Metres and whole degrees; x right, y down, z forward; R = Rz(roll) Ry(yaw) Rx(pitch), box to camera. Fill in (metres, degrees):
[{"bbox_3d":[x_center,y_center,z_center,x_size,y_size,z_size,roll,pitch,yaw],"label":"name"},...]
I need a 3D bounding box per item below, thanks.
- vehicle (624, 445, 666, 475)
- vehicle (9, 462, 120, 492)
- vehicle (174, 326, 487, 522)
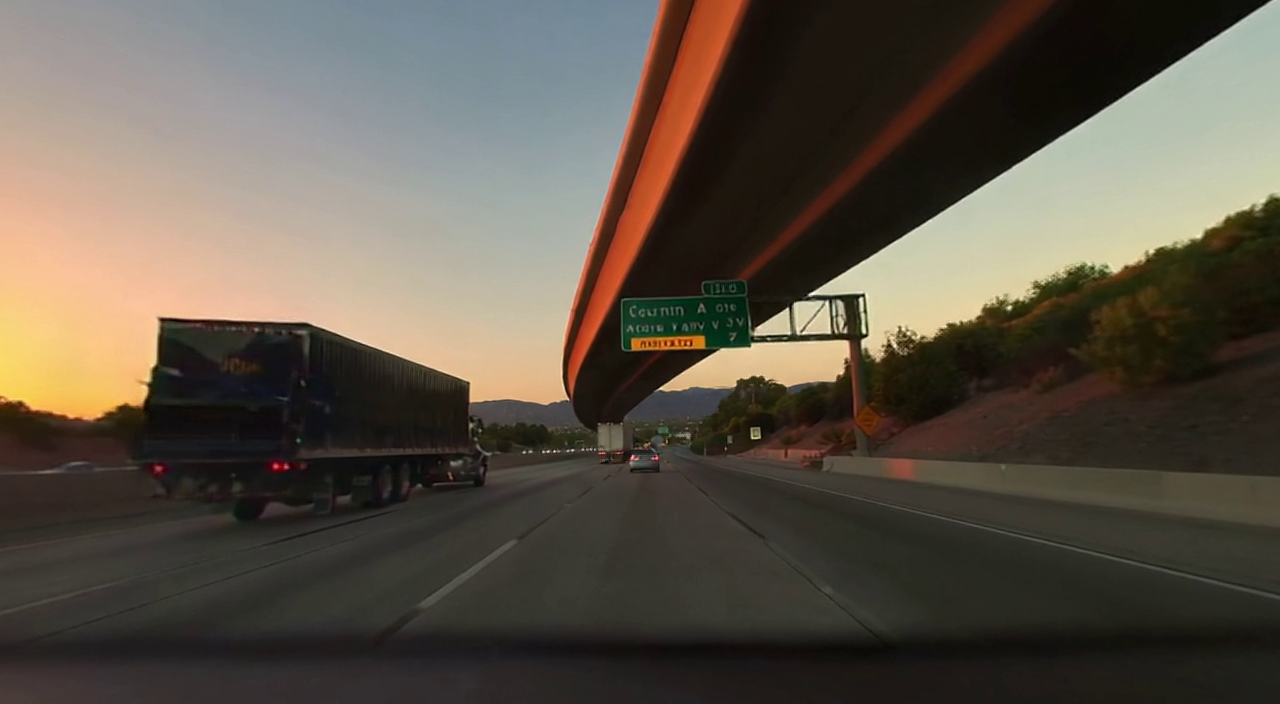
[{"bbox_3d":[0.234,5.677,33.231,2.066,1.469,4.050,0,-9,-1],"label":"vehicle"},{"bbox_3d":[-34.421,7.469,37.879,1.980,1.590,4.757,0,-9,3],"label":"vehicle"},{"bbox_3d":[-7.325,2.212,17.811,3.067,3.804,11.136,0,-9,1],"label":"vehicle"}]
